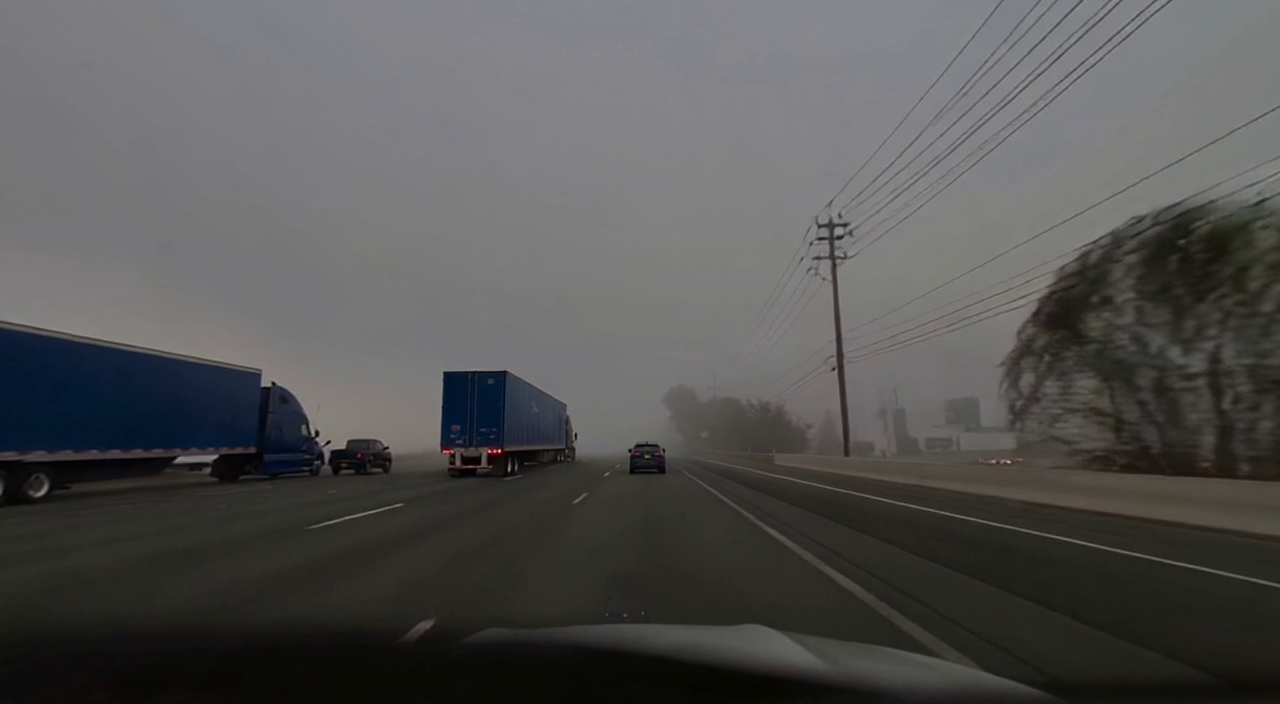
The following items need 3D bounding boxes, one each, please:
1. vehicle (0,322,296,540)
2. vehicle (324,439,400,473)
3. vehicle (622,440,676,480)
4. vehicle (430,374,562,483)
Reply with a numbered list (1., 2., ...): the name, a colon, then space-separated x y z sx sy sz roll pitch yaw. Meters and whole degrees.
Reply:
1. vehicle: -10.688 1.556 11.870 2.896 3.140 9.491 0 -8 1
2. vehicle: -14.644 5.500 33.564 1.938 1.679 4.469 0 -9 1
3. vehicle: 0.348 4.491 26.541 2.055 1.514 4.323 0 -8 0
4. vehicle: -6.311 3.986 31.276 2.907 4.081 15.311 0 -8 0
